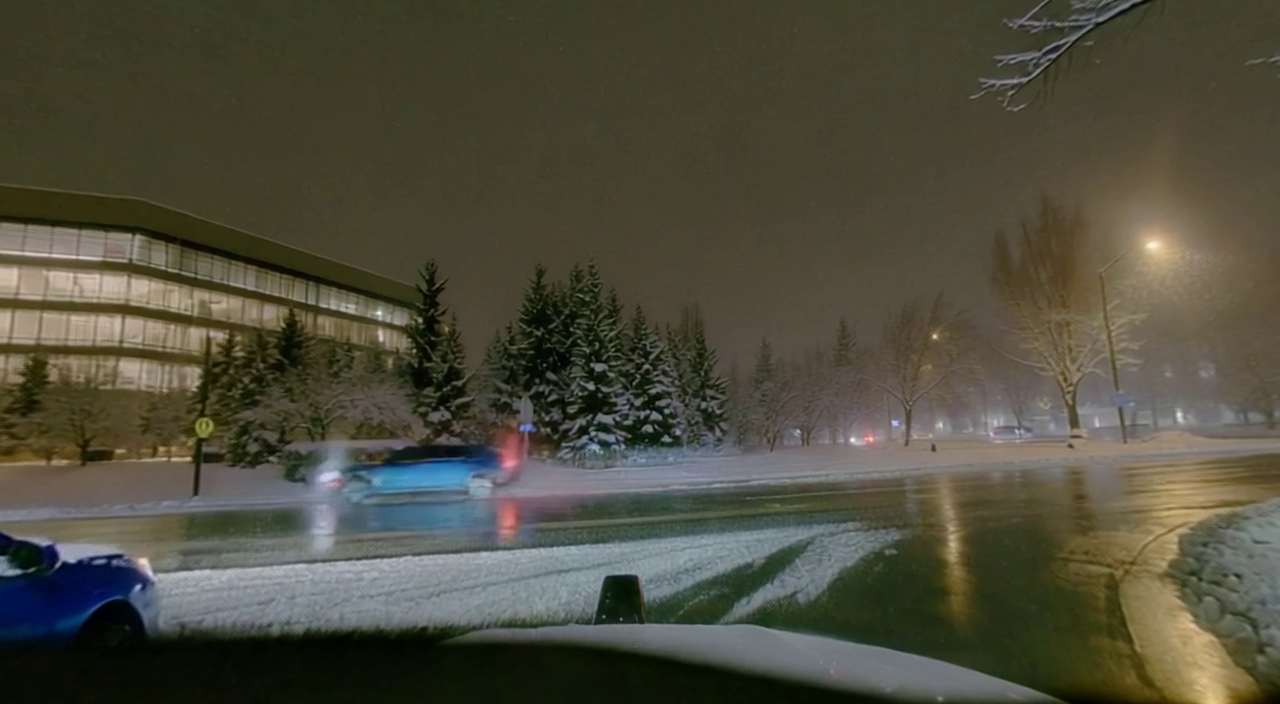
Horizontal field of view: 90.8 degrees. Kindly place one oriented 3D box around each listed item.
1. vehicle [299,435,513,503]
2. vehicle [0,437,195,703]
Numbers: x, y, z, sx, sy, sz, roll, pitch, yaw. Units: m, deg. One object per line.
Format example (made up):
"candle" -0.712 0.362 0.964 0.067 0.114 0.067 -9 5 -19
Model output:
"vehicle" -5.708 2.915 16.072 4.788 1.548 1.965 1 -9 -11
"vehicle" -3.348 0.884 1.312 2.069 1.413 5.006 1 -8 -12
